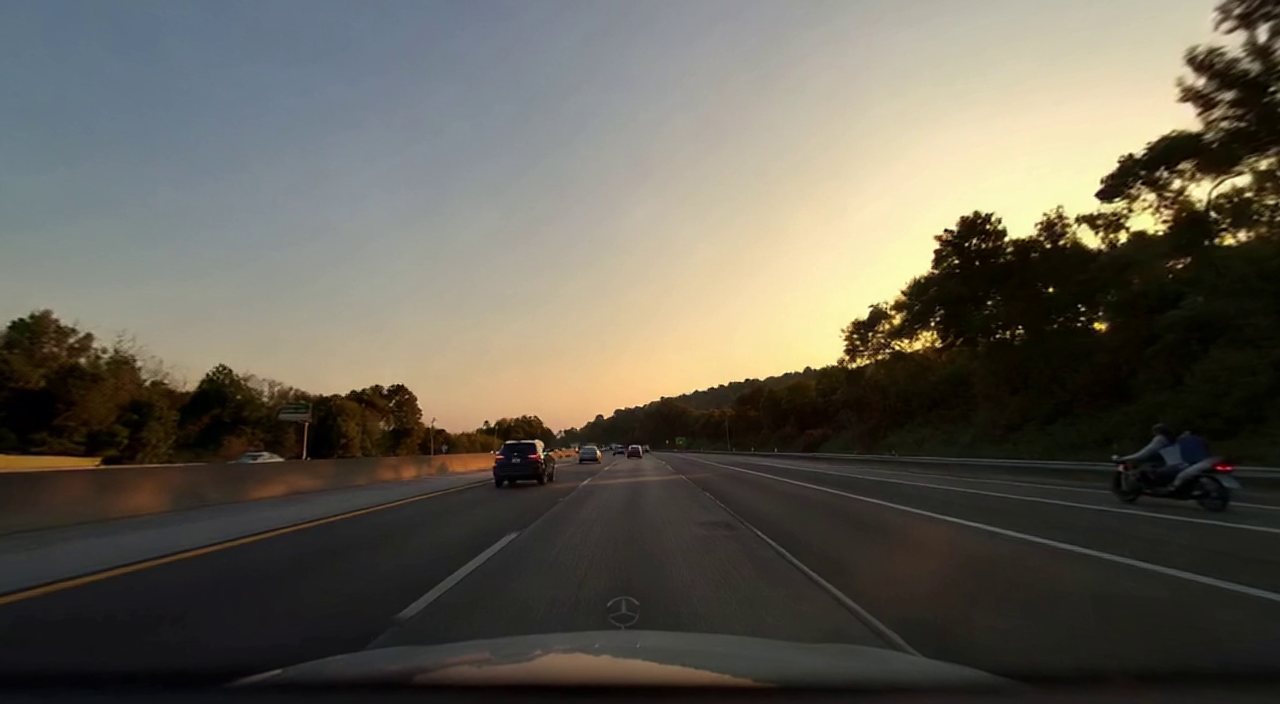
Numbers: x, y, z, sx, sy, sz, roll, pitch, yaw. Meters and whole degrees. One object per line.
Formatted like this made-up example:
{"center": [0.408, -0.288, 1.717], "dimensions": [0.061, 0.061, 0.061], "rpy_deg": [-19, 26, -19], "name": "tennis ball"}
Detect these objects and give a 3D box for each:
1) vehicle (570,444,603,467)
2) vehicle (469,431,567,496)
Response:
{"center": [-4.113, 8.003, 48.973], "dimensions": [2.121, 1.657, 4.448], "rpy_deg": [0, -9, 0], "name": "vehicle"}
{"center": [-3.623, 3.419, 19.666], "dimensions": [2.114, 1.774, 4.427], "rpy_deg": [0, -9, 1], "name": "vehicle"}
